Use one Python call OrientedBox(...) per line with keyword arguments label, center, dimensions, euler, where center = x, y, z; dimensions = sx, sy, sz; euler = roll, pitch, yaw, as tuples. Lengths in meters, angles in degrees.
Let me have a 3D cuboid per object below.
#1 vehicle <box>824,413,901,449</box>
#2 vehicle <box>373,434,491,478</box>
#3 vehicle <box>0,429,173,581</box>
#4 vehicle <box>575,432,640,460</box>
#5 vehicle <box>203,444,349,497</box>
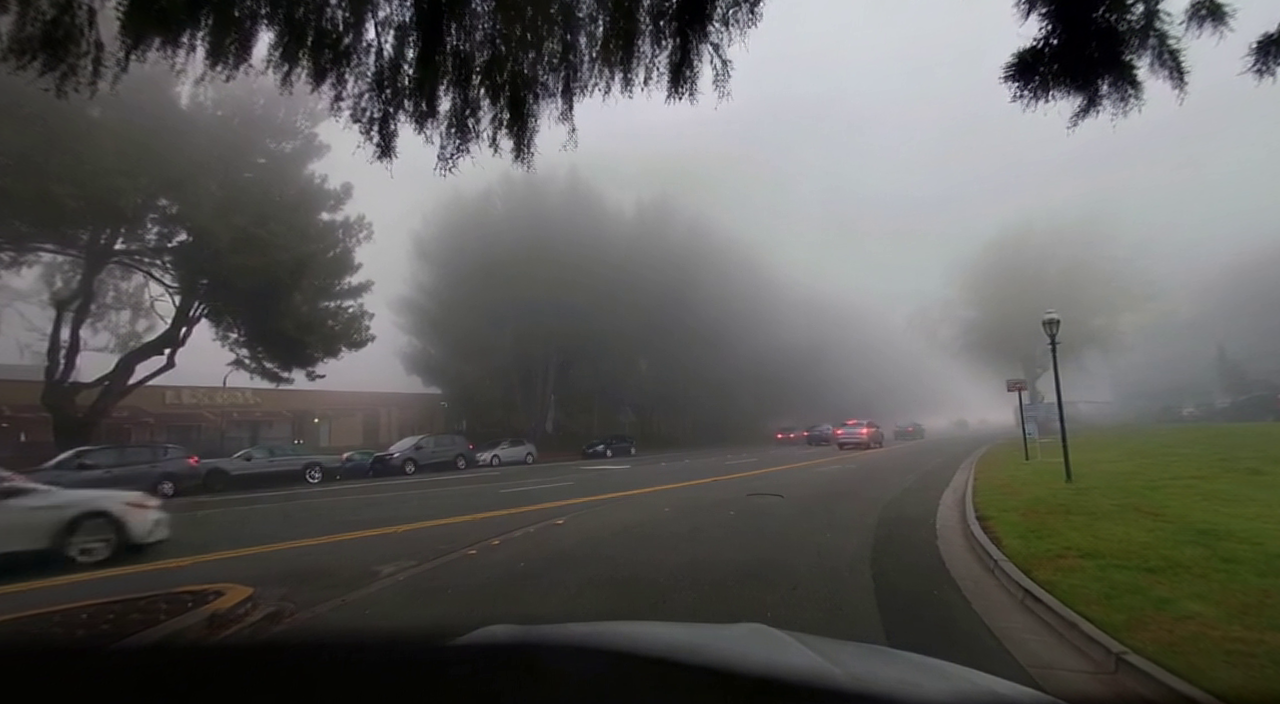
OrientedBox(label="vehicle", center=(13.606, 4.836, 38.481), dimensions=(2.517, 1.936, 4.748), euler=(-11, -13, 43))
OrientedBox(label="vehicle", center=(-9.834, 4.903, 30.229), dimensions=(2.134, 1.924, 4.911), euler=(-6, -10, 39))
OrientedBox(label="vehicle", center=(-7.687, 1.527, 6.230), dimensions=(1.984, 1.482, 4.482), euler=(-8, -11, 38))
OrientedBox(label="vehicle", center=(-2.032, 6.130, 41.496), dimensions=(1.926, 1.691, 4.646), euler=(-5, -9, 32))
OrientedBox(label="vehicle", center=(-13.757, 4.421, 24.110), dimensions=(1.904, 1.719, 4.326), euler=(-5, -9, 35))
